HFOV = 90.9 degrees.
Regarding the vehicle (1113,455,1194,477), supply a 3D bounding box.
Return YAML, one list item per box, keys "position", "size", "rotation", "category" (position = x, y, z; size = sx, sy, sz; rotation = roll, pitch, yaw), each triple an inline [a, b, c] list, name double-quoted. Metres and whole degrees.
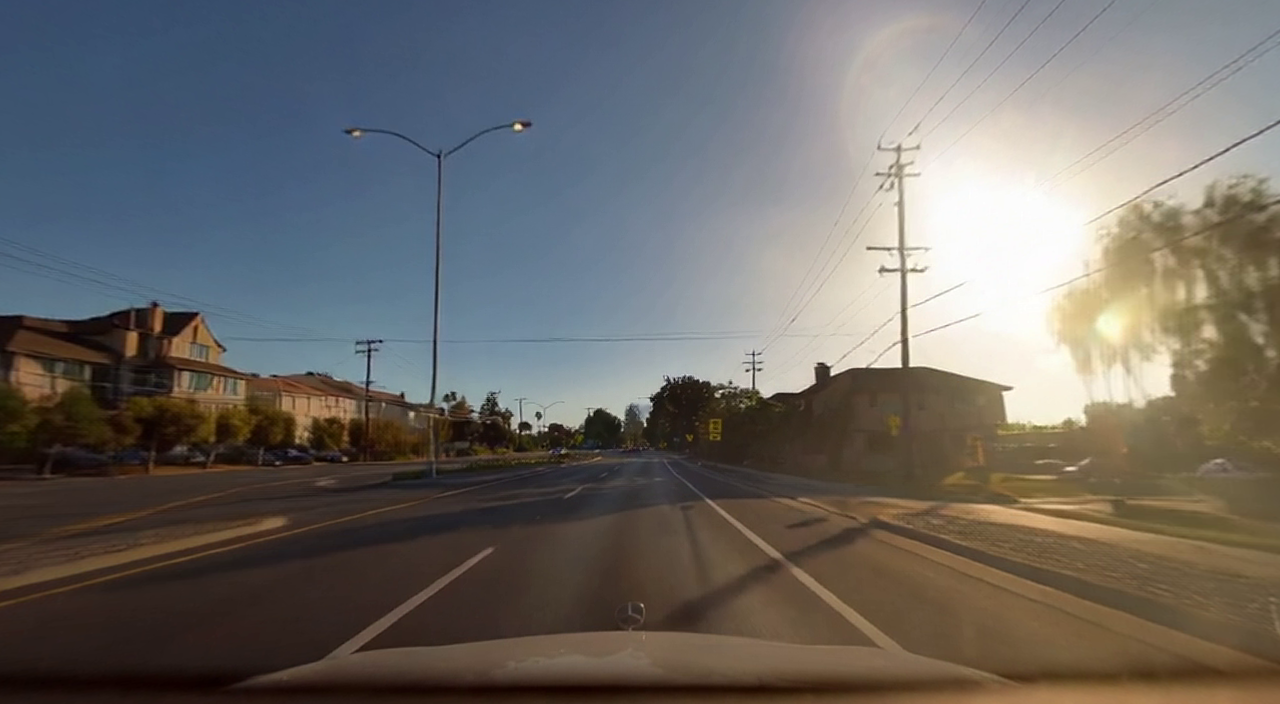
- position: [37.052, 8.213, 45.480]
  size: [4.681, 1.488, 1.954]
  rotation: [3, -11, -15]
  category: "vehicle"
